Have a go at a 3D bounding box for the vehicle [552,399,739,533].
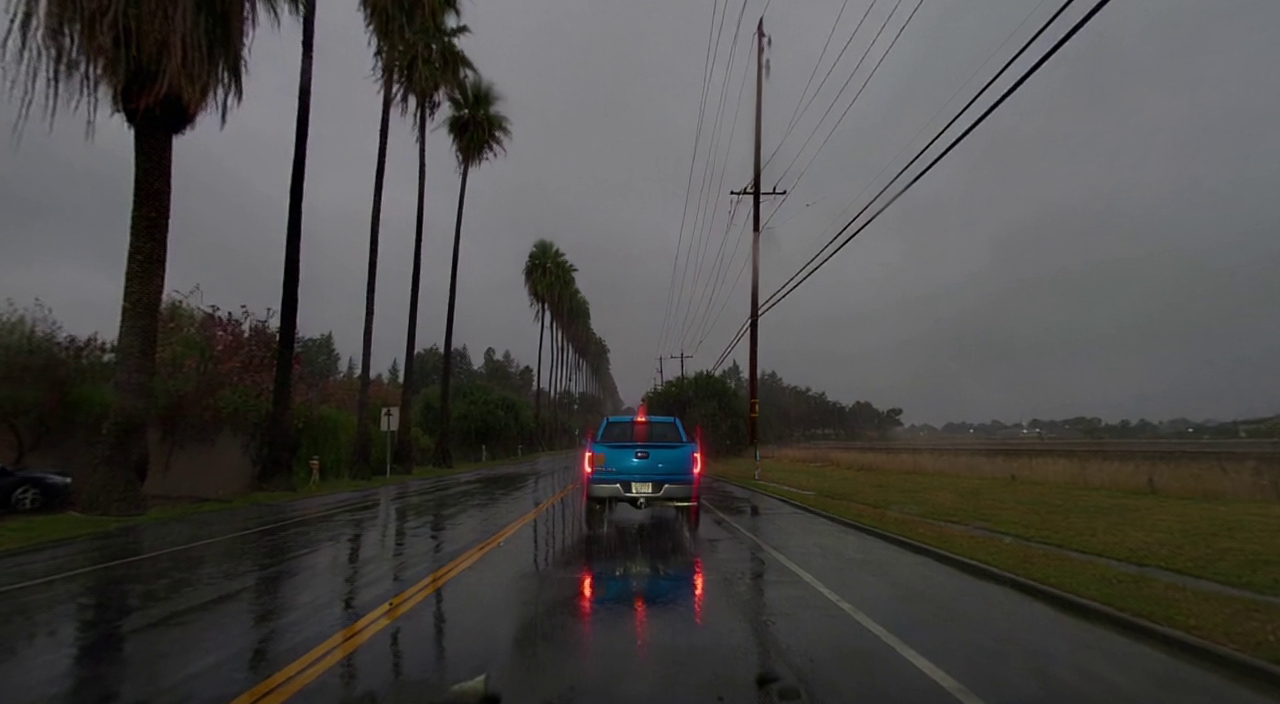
[{"bbox_3d":[0.046,2.152,12.469,2.803,2.005,5.885,0,-8,-1],"label":"vehicle"}]
